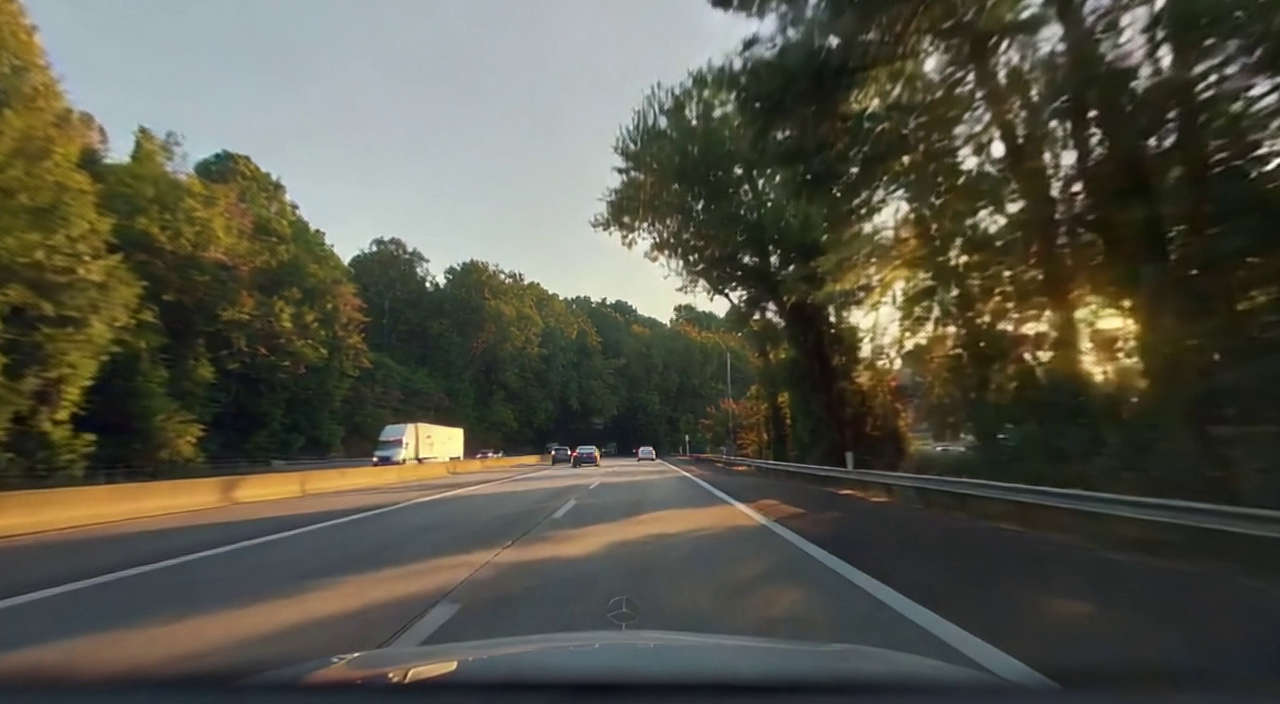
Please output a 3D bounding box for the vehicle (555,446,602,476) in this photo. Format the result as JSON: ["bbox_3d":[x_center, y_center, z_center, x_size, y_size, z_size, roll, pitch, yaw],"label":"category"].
[{"bbox_3d":[-3.178,5.780,33.606,2.112,1.498,4.117,0,-9,0],"label":"vehicle"}]

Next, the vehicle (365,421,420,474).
[{"bbox_3d":[-19.023,7.350,48.591,2.908,3.879,2.998,0,-9,0],"label":"vehicle"}]

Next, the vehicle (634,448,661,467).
[{"bbox_3d":[0.524,8.221,49.017,1.989,1.402,3.831,0,-9,-1],"label":"vehicle"}]
